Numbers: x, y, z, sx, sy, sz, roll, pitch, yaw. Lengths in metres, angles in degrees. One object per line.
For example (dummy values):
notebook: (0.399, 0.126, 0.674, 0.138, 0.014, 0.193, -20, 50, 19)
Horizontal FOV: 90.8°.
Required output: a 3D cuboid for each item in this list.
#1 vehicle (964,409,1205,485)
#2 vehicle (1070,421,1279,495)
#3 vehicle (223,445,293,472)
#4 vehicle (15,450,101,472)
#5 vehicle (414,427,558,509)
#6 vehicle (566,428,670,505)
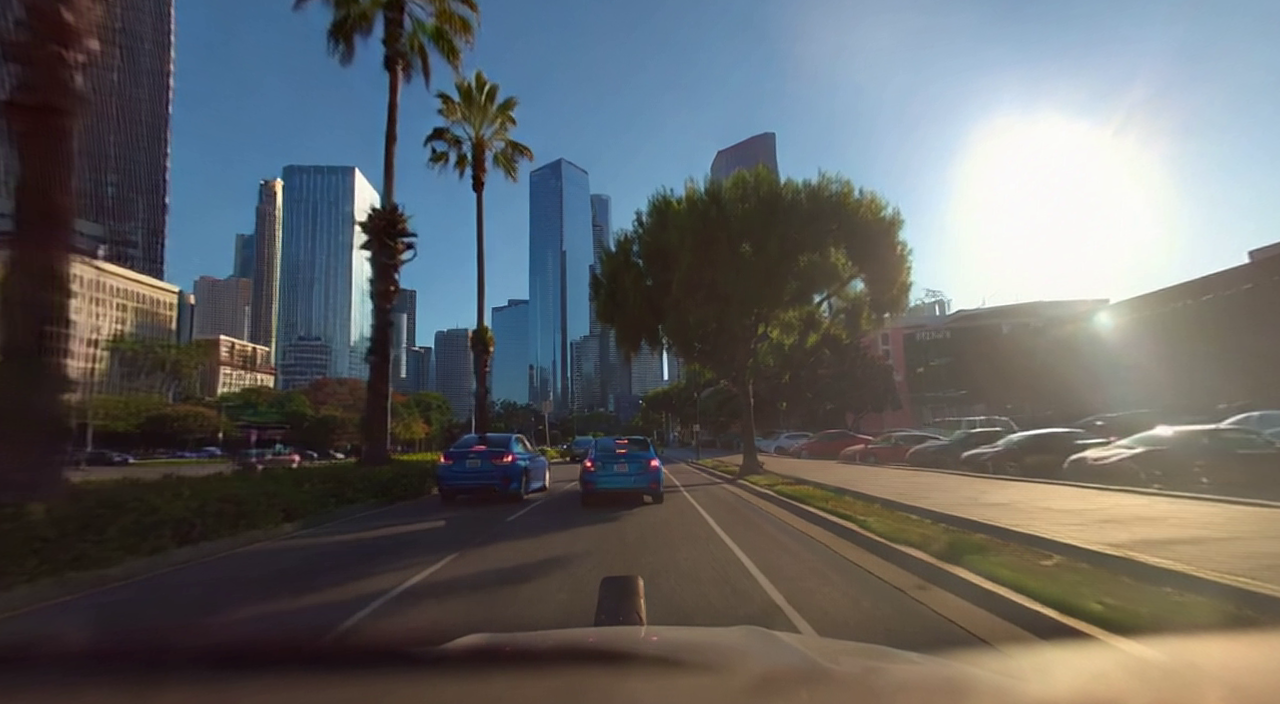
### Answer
vehicle: (12.548, 2.706, 18.122, 5.188, 1.805, 2.228, -2, -8, -3)
vehicle: (13.333, 2.488, 15.087, 4.749, 1.522, 1.905, -1, -9, -3)
vehicle: (-23.720, 6.593, 39.403, 1.819, 1.587, 3.963, 0, -8, 0)
vehicle: (-42.360, 7.940, 46.041, 4.309, 1.484, 1.884, 0, -8, -1)
vehicle: (-3.207, 2.513, 14.214, 2.071, 1.544, 4.383, 0, -8, 1)
vehicle: (-0.425, 2.480, 14.059, 2.004, 1.465, 3.713, 0, -8, 0)
